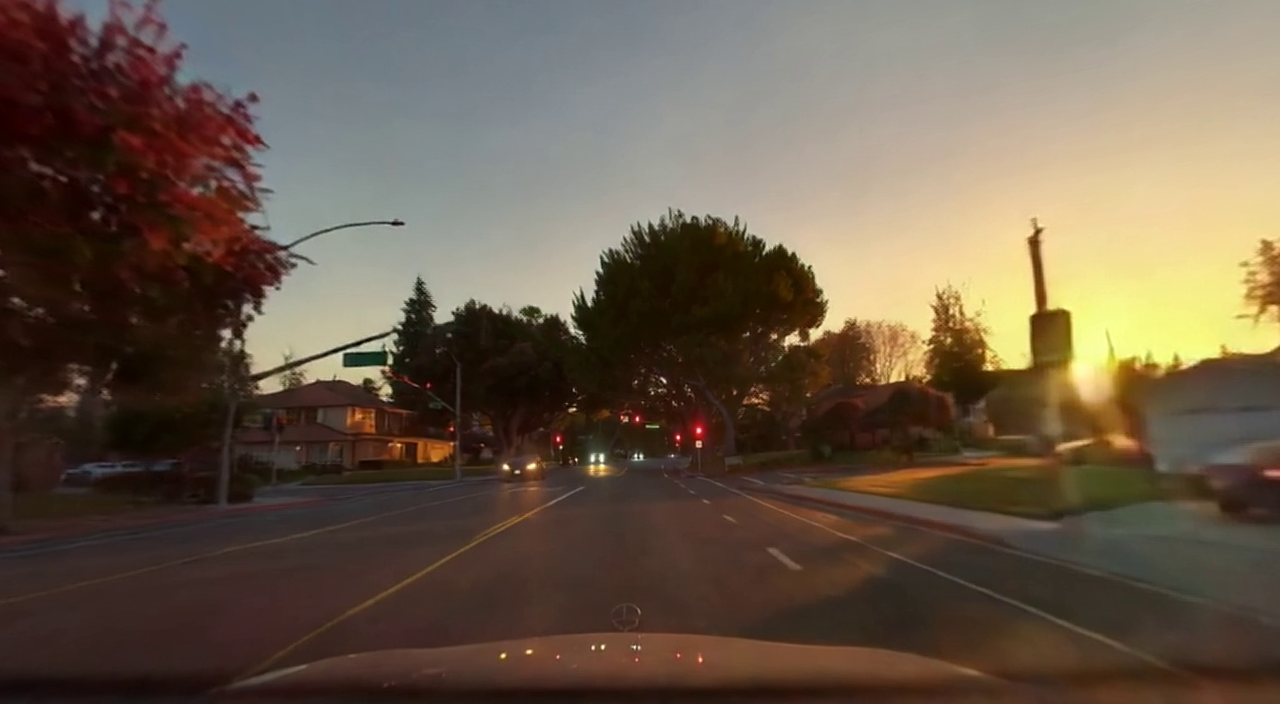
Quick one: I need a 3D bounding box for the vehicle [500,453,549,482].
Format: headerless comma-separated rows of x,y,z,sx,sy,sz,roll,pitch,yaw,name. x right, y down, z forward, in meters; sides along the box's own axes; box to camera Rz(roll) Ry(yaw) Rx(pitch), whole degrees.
-7.623,7.646,42.236,2.262,1.761,4.966,0,-9,1,vehicle

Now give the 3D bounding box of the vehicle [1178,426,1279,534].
11.037,1.860,9.326,4.261,1.486,2.023,0,-9,0,vehicle
